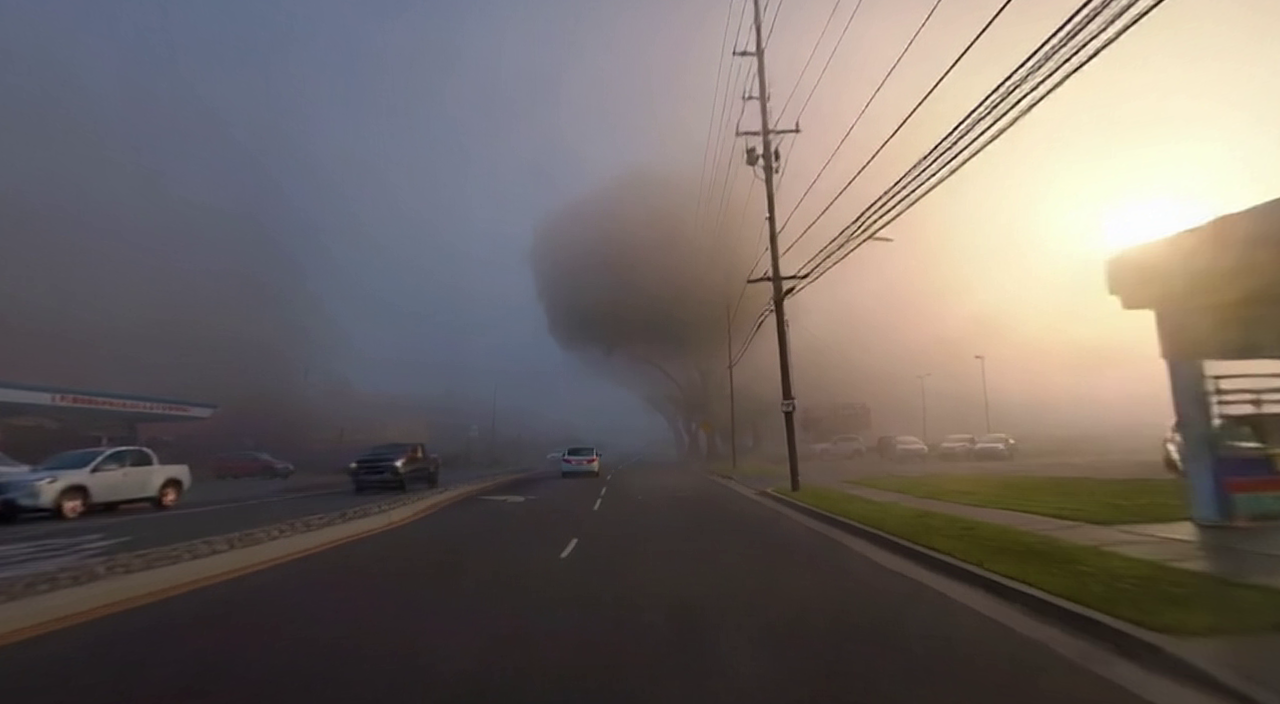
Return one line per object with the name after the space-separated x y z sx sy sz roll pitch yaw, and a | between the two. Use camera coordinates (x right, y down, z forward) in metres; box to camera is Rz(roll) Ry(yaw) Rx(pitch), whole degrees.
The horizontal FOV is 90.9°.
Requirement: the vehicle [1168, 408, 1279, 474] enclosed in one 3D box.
17.388 2.454 17.347 1.902 1.662 4.615 -1 -8 4 | vehicle

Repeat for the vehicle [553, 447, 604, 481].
-2.926 5.415 30.827 2.073 1.525 3.968 0 -8 0 | vehicle

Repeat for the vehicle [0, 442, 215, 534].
-14.811 3.611 17.552 2.353 2.144 4.847 -1 -8 3 | vehicle

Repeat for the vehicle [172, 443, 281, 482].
-23.152 6.196 35.447 4.657 1.806 2.132 -3 -9 -1 | vehicle

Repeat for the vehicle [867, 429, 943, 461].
17.956 6.297 43.016 2.020 1.972 4.983 3 -8 -17 | vehicle

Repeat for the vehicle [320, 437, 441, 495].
-10.141 4.467 25.242 2.437 2.069 5.159 -1 -8 3 | vehicle

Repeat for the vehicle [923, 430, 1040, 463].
17.838 4.954 33.103 4.943 1.646 2.072 0 -8 -1 | vehicle

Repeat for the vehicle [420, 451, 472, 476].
-13.573 7.803 44.340 2.091 1.538 4.451 -1 -8 2 | vehicle
